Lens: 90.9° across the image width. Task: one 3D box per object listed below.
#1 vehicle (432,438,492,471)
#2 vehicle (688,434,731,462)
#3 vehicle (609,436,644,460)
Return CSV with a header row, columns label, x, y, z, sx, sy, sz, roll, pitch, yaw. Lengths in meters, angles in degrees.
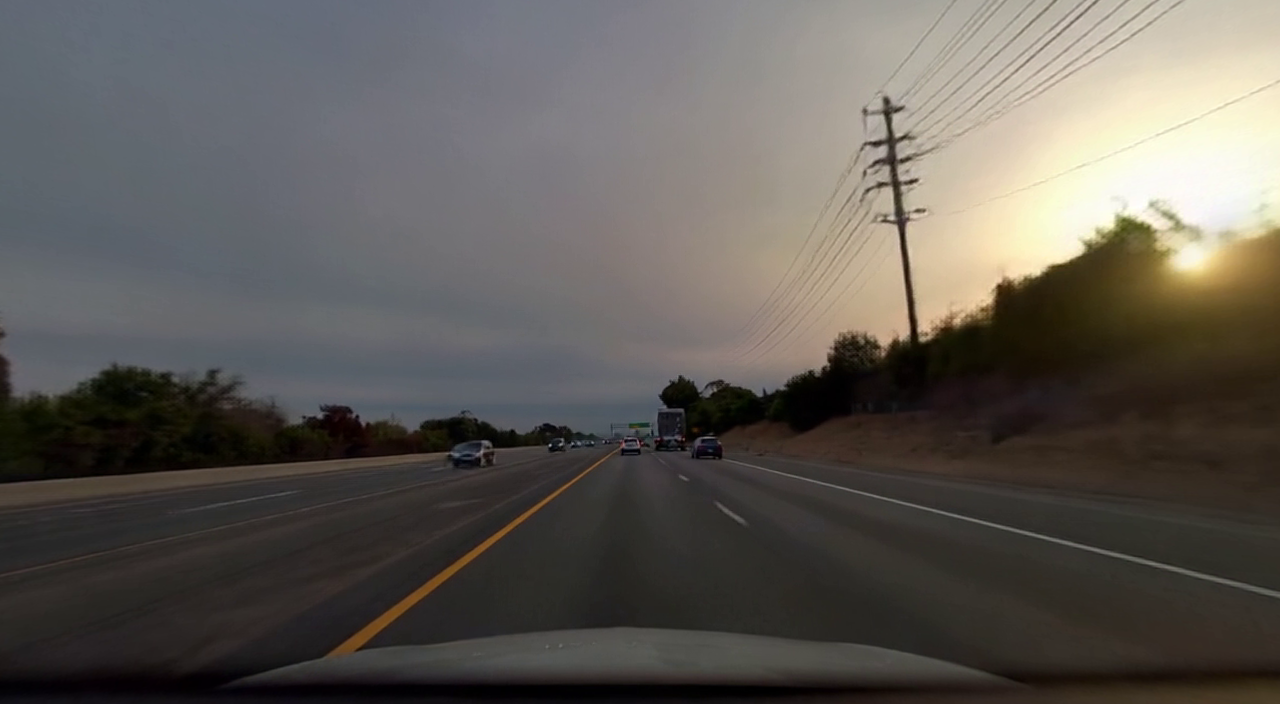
label,x,y,z,sx,sy,sz,roll,pitch,yaw
vehicle,-9.563,5.511,34.283,2.031,1.646,4.303,0,-8,0
vehicle,4.041,5.631,37.294,1.930,1.573,3.853,0,-8,-2
vehicle,-0.886,6.250,41.397,2.163,1.466,3.693,0,-8,-1
